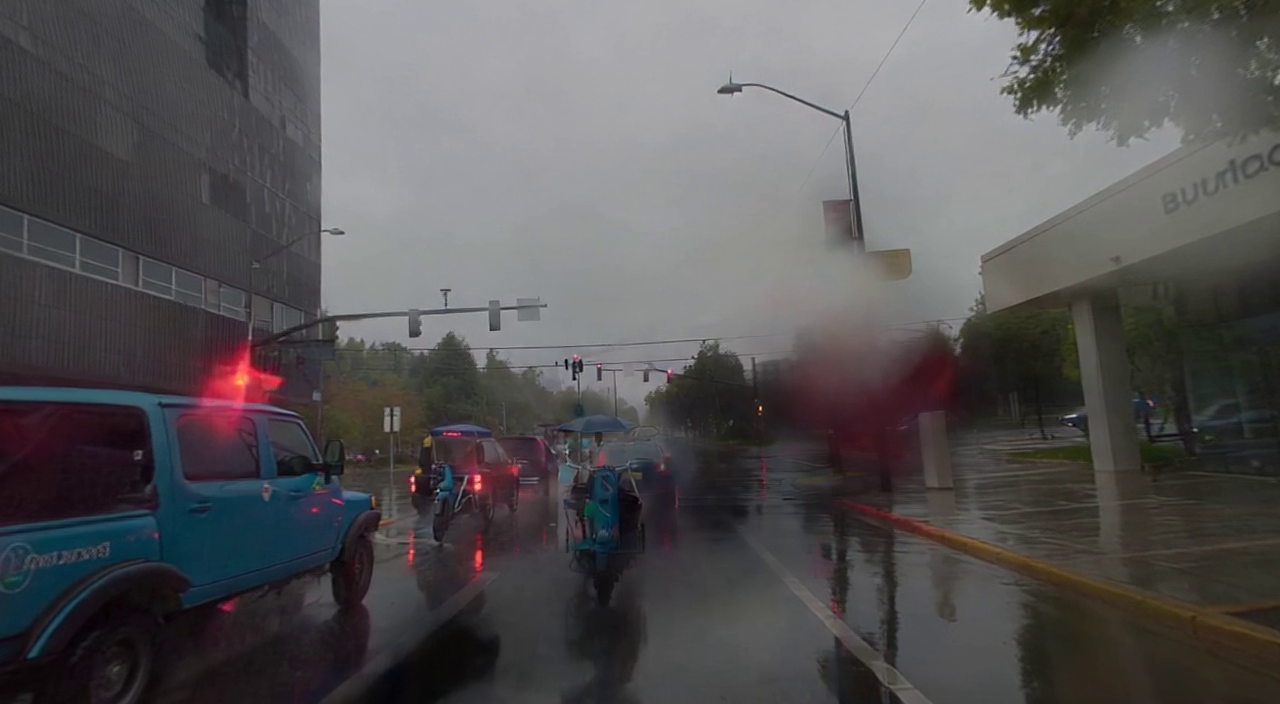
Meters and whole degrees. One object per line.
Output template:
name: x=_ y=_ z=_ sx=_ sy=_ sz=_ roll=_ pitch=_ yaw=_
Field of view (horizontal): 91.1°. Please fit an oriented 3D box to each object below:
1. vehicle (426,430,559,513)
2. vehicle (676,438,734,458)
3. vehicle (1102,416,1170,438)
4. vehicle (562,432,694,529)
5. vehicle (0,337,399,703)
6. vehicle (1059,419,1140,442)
vehicle: x=-3.166 y=2.665 z=14.442 sx=1.935 sy=1.615 sz=4.073 roll=-1 pitch=-8 yaw=2
vehicle: x=5.188 y=7.638 z=49.949 sx=2.018 sy=1.491 sz=4.795 roll=-8 pitch=-12 yaw=44
vehicle: x=36.791 y=5.599 z=46.569 sx=1.625 sy=1.449 sz=3.557 roll=6 pitch=-11 yaw=-38
vehicle: x=-0.149 y=2.287 z=11.760 sx=2.025 sy=1.458 sz=4.085 roll=0 pitch=-8 yaw=1
vehicle: x=-3.618 y=1.133 z=4.447 sx=2.000 sy=1.809 sz=4.405 roll=0 pitch=-8 yaw=1
vehicle: x=30.738 y=5.272 z=42.090 sx=1.751 sy=1.420 sz=4.027 roll=8 pitch=-12 yaw=-43
